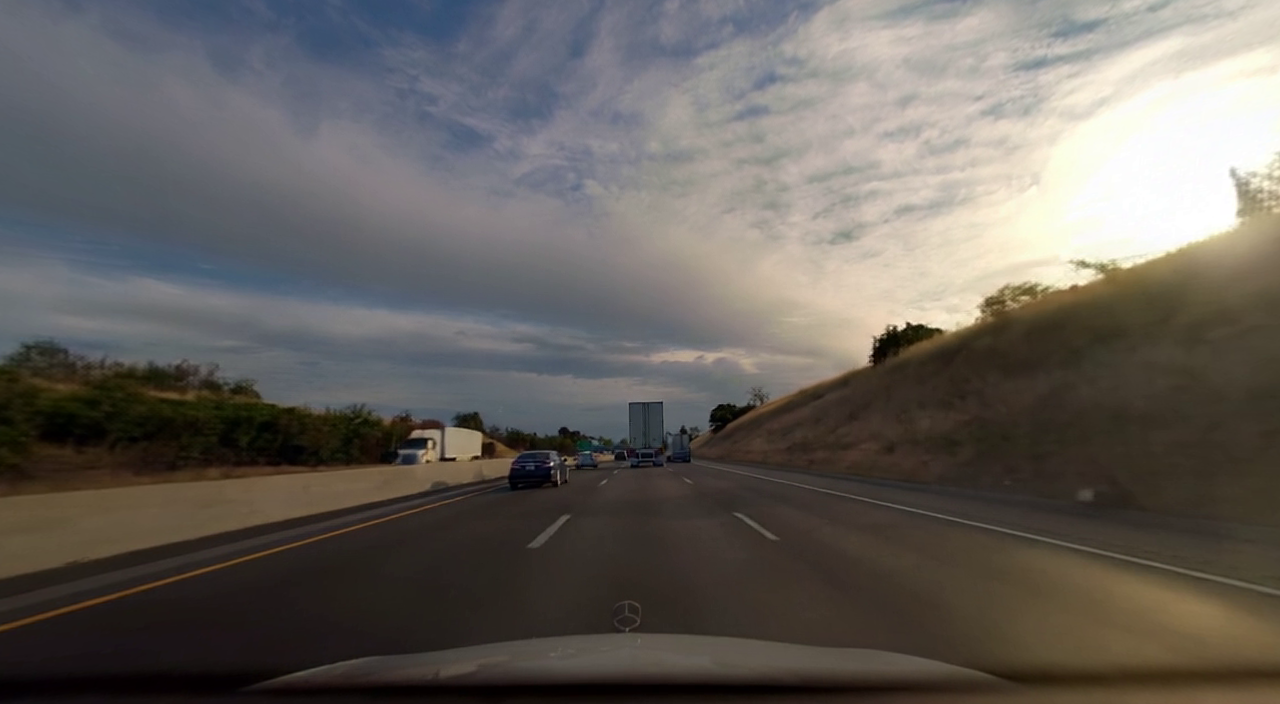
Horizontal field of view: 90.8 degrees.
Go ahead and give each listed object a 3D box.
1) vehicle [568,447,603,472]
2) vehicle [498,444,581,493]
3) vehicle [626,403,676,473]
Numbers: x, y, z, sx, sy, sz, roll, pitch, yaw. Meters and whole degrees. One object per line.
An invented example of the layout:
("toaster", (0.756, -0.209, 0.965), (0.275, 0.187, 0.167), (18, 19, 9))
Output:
("vehicle", (-3.631, 7.238, 42.658), (2.051, 1.537, 4.111), (0, -9, 0))
("vehicle", (-3.336, 3.969, 21.843), (2.053, 1.489, 4.740), (0, -9, 1))
("vehicle", (0.631, 5.893, 42.643), (2.919, 4.048, 11.010), (0, -9, 0))
